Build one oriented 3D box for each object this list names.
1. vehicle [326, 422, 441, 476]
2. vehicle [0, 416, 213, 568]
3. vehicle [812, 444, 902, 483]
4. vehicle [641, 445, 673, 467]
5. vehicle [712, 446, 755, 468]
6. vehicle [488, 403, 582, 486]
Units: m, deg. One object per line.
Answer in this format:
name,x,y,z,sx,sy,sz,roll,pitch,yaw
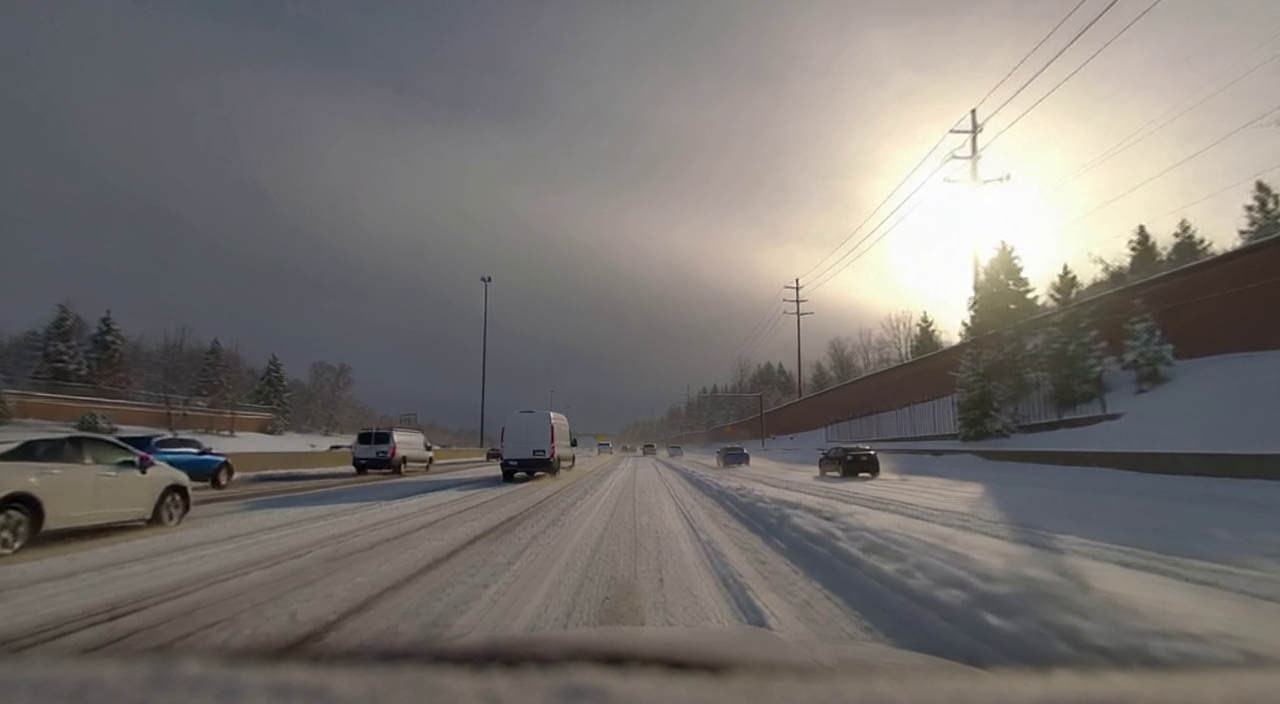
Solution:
vehicle,-11.379,4.402,28.630,2.596,2.162,6.328,0,-9,0
vehicle,-7.484,1.564,7.281,1.967,1.525,4.458,0,-9,0
vehicle,9.007,4.660,26.592,2.052,1.470,4.364,0,-9,-3
vehicle,1.173,7.477,45.394,2.084,1.492,4.137,0,-9,-1
vehicle,6.611,7.500,45.106,2.095,1.504,4.536,0,-9,-4
vehicle,-3.658,3.438,23.313,2.395,2.660,5.827,0,-9,1
